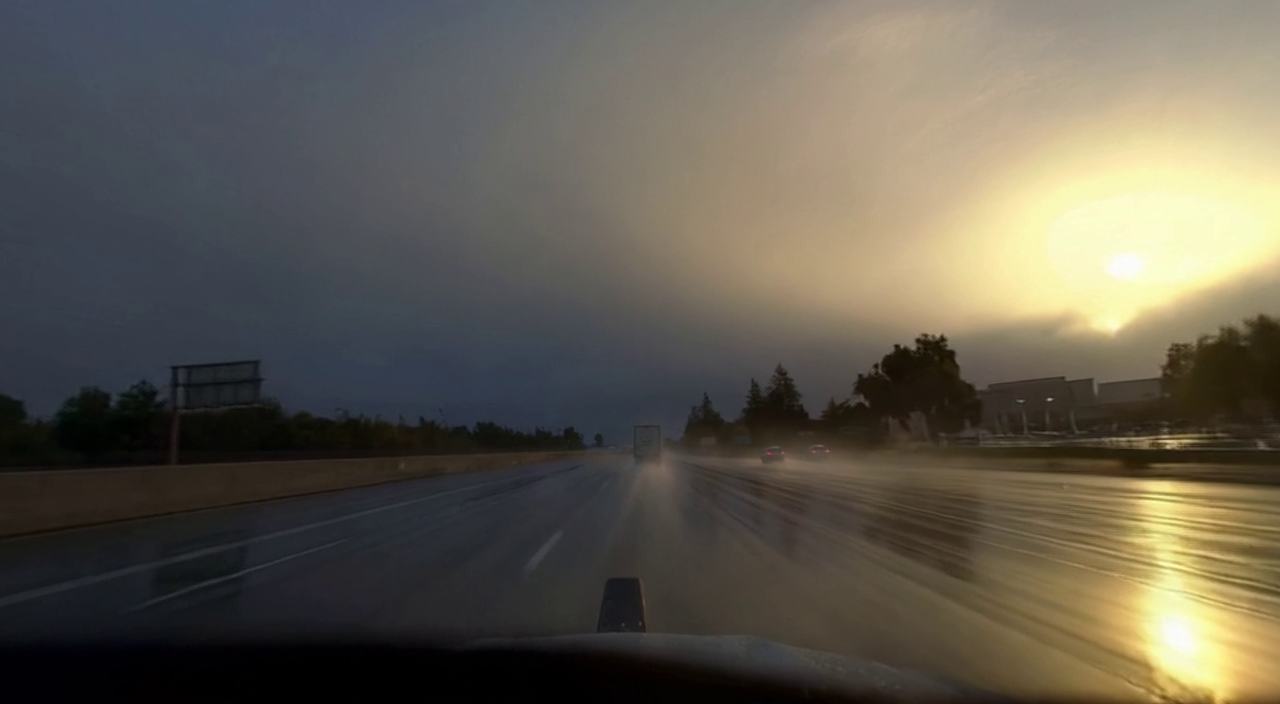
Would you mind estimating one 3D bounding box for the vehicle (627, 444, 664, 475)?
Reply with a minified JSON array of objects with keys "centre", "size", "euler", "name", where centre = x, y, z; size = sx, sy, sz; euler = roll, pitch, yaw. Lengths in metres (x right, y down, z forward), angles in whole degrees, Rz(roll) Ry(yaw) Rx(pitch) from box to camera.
[{"centre":[0.301,6.171,36.206],"size":[2.015,1.639,4.086],"euler":[0,-9,0],"name":"vehicle"}]
